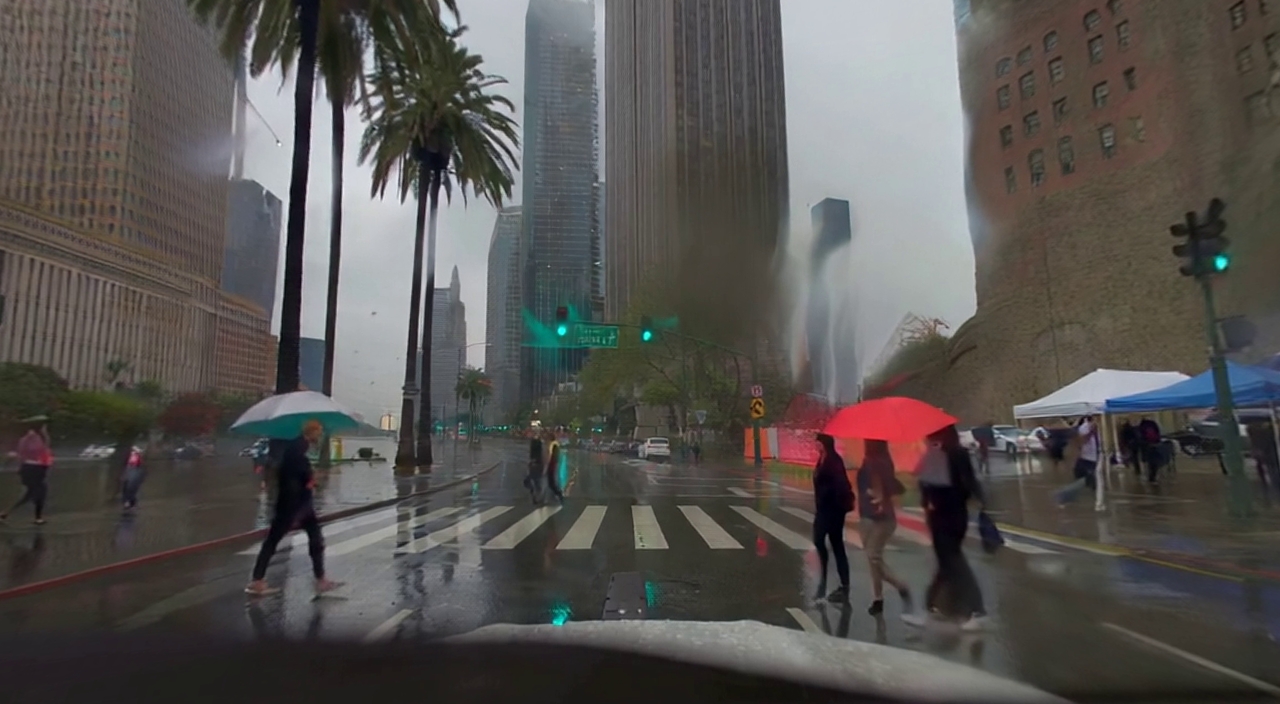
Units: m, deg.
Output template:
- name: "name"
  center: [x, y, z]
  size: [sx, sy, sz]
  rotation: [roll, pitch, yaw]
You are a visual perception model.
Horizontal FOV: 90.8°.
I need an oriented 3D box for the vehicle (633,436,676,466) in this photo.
- name: "vehicle"
  center: [0.981, 7.279, 46.553]
  size: [2.322, 2.071, 5.366]
  rotation: [1, -9, -9]
